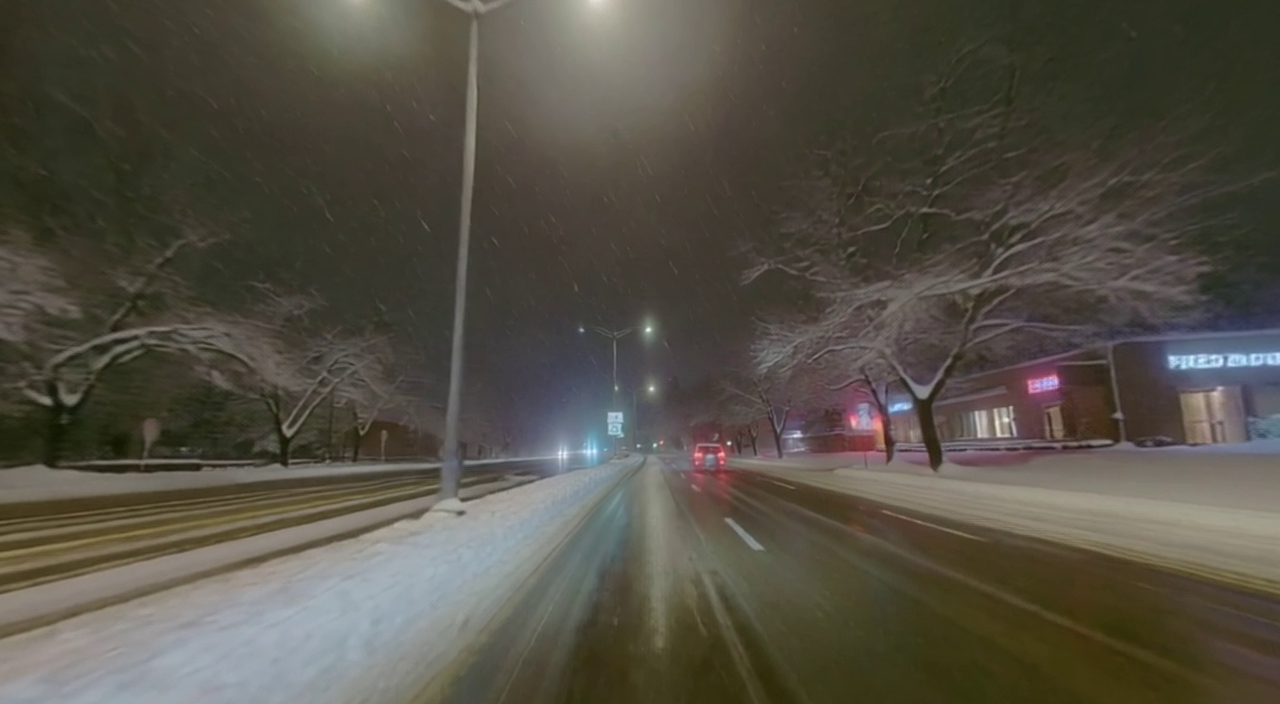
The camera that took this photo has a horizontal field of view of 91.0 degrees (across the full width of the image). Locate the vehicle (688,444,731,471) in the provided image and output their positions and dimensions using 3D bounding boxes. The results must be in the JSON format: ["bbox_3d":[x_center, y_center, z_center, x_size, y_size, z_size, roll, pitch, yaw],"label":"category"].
[{"bbox_3d":[4.091,6.282,37.587,2.015,1.479,4.444,0,-9,0],"label":"vehicle"}]
